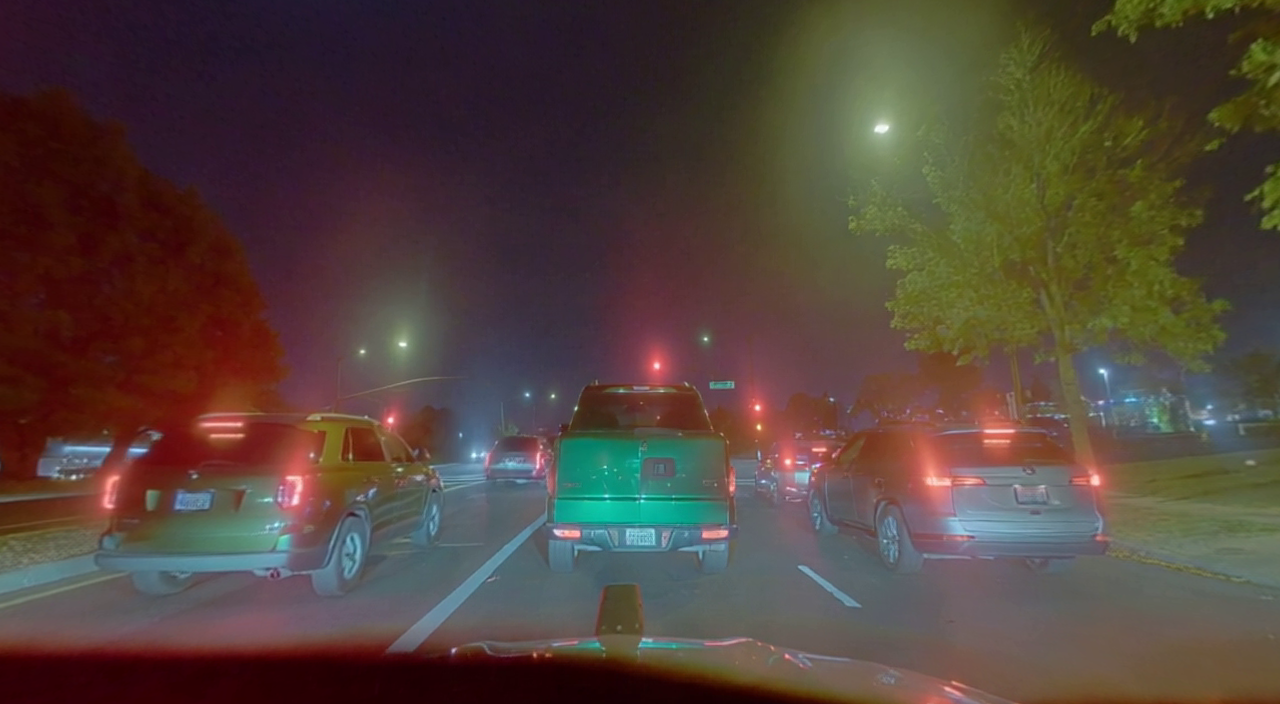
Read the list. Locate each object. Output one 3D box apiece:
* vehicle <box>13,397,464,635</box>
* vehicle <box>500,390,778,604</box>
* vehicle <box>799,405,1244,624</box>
[{"bbox_3d":[-3.371,1.444,6.501,1.961,1.639,4.064,0,-9,-1],"label":"vehicle"},{"bbox_3d":[-0.029,1.490,7.249,2.294,1.761,3.857,0,-9,-1],"label":"vehicle"},{"bbox_3d":[3.466,1.559,7.041,2.202,1.657,4.298,0,-9,-1],"label":"vehicle"}]
